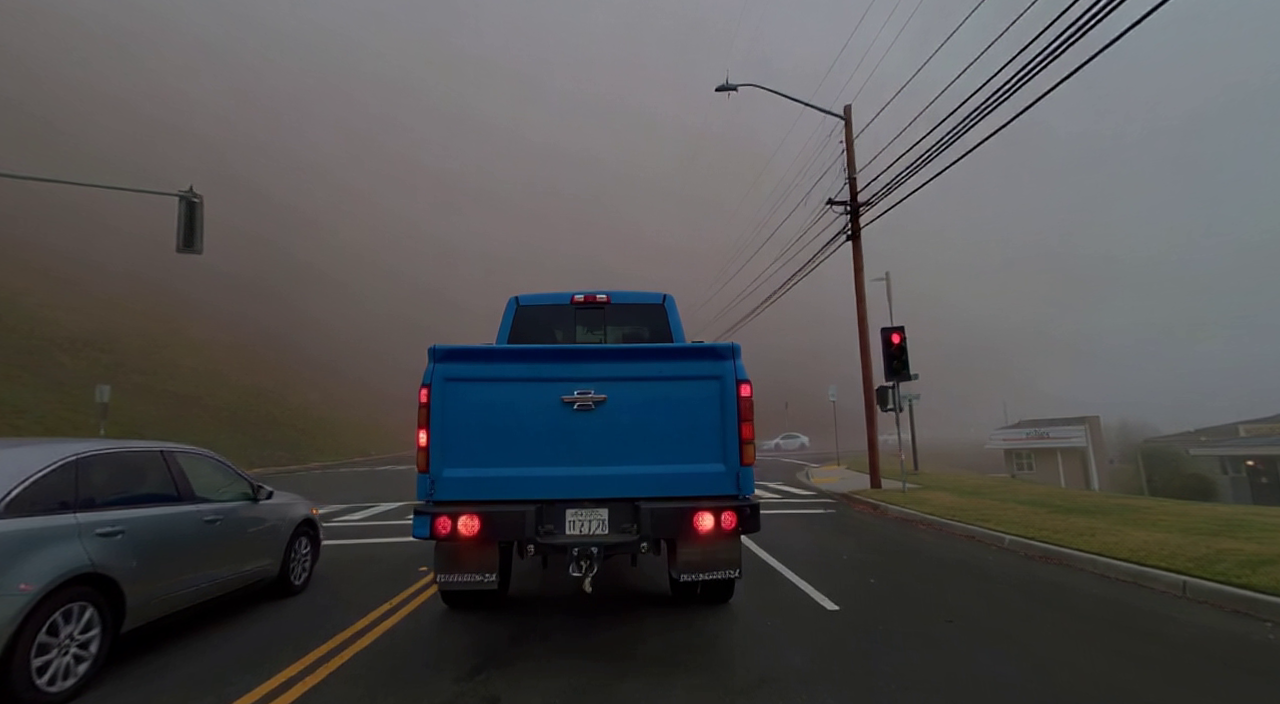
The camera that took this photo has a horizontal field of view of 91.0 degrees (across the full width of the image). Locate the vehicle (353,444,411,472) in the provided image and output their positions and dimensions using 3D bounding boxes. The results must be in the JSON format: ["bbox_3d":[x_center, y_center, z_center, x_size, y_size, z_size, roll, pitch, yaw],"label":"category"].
[{"bbox_3d":[-17.099,7.024,41.922,2.133,1.690,4.331,0,-9,-3],"label":"vehicle"}]

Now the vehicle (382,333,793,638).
[{"bbox_3d":[-0.418,1.326,7.211,2.859,2.144,5.406,0,-9,-1],"label":"vehicle"}]

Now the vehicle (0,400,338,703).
[{"bbox_3d":[-3.957,1.191,3.985,2.017,1.555,4.150,-1,-9,0],"label":"vehicle"}]

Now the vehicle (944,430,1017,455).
[{"bbox_3d":[25.450,6.772,47.035,5.021,1.757,2.012,4,-9,-23],"label":"vehicle"}]

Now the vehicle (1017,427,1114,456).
[{"bbox_3d":[25.582,5.405,37.919,4.419,1.496,1.854,-2,-9,1],"label":"vehicle"}]
